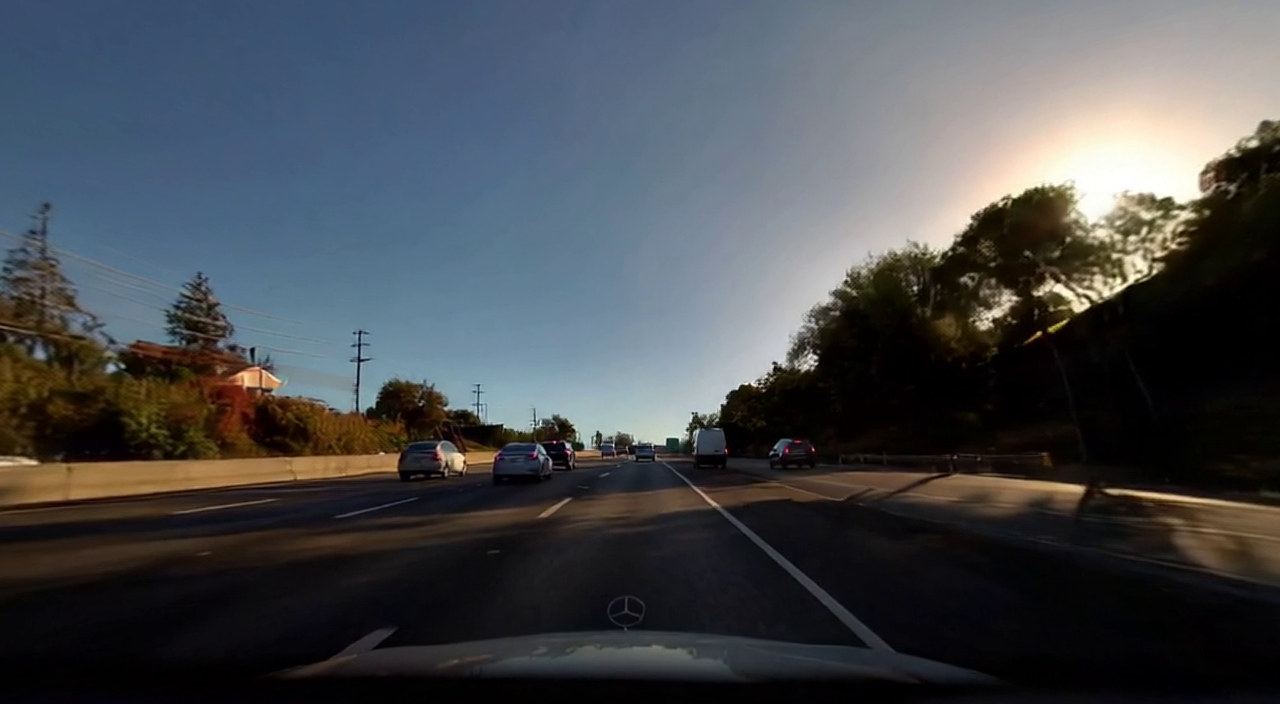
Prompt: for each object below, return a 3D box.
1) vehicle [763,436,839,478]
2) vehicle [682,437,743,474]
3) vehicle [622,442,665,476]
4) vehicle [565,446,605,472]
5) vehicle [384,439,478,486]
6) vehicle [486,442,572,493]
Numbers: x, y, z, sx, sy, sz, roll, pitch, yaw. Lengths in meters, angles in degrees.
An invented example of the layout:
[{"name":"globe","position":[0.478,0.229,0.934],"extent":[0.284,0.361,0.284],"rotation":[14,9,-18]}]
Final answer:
[{"name":"vehicle","position":[7.750,5.112,31.021],"extent":[2.304,1.840,5.706],"rotation":[0,-9,1]},{"name":"vehicle","position":[3.993,5.851,35.890],"extent":[2.777,1.895,5.710],"rotation":[0,-9,0]},{"name":"vehicle","position":[0.158,5.598,33.187],"extent":[2.115,1.617,4.102],"rotation":[0,-9,0]},{"name":"vehicle","position":[-3.391,6.687,39.651],"extent":[1.987,1.466,4.341],"rotation":[0,-9,1]},{"name":"vehicle","position":[-7.647,4.085,23.564],"extent":[1.961,1.562,4.301],"rotation":[0,-9,2]},{"name":"vehicle","position":[-3.463,3.687,20.526],"extent":[1.970,1.483,4.071],"rotation":[0,-9,1]}]
